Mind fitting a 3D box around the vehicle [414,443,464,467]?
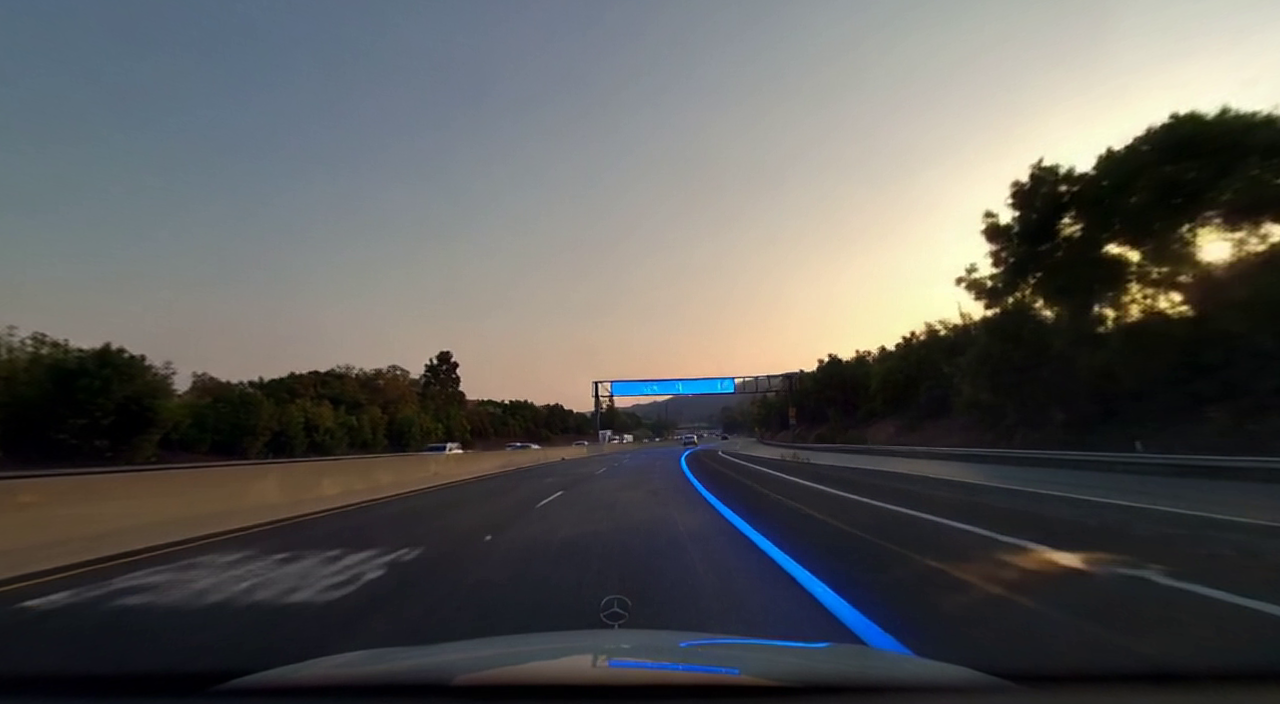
[{"bbox_3d":[-15.111,7.730,47.519,2.038,1.667,4.222,-1,-8,5],"label":"vehicle"}]
